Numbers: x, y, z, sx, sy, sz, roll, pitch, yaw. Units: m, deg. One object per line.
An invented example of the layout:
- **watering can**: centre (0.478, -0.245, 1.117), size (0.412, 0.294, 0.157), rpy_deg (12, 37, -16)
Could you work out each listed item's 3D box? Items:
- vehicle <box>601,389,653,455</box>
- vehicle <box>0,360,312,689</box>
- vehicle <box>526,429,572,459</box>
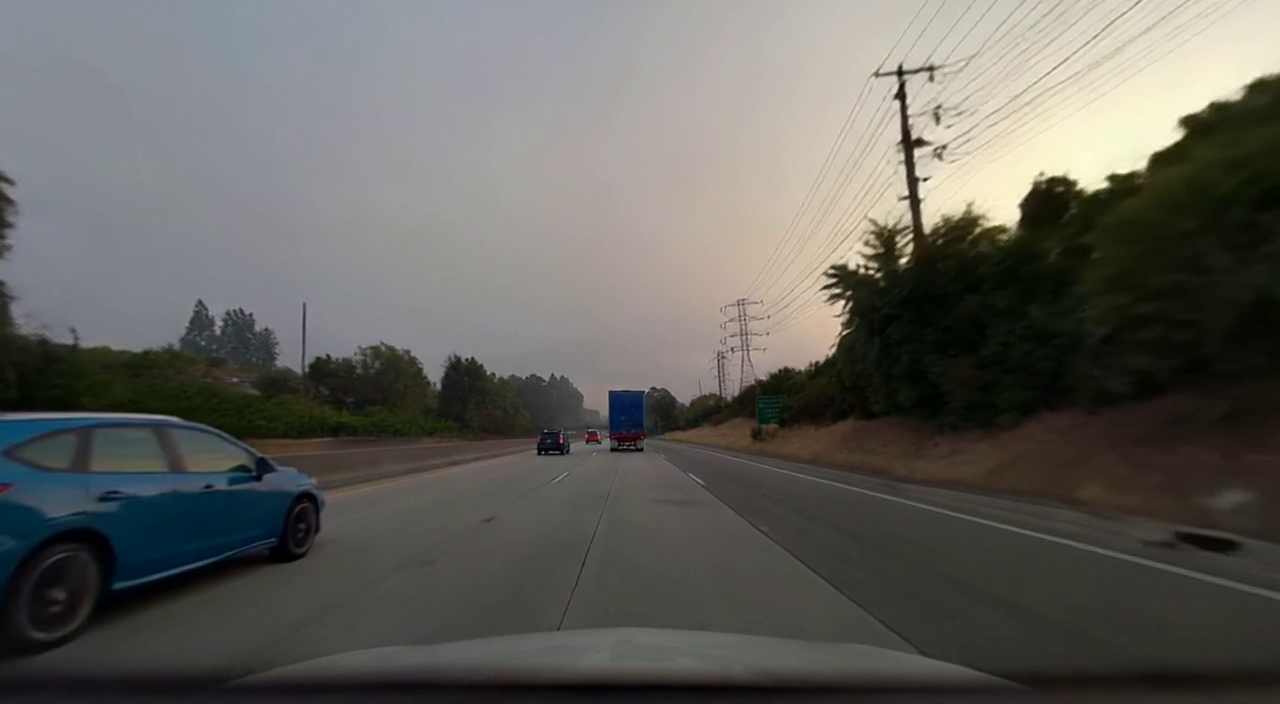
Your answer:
- **vehicle**: centre (-0.856, 4.695, 41.484), size (2.955, 3.851, 9.915), rpy_deg (0, -8, -1)
- **vehicle**: centre (-4.246, 0.952, 3.837), size (2.117, 1.618, 4.480), rpy_deg (0, -8, -1)
- **vehicle**: centre (-4.852, 4.964, 34.192), size (1.934, 1.549, 4.194), rpy_deg (0, -8, -1)
